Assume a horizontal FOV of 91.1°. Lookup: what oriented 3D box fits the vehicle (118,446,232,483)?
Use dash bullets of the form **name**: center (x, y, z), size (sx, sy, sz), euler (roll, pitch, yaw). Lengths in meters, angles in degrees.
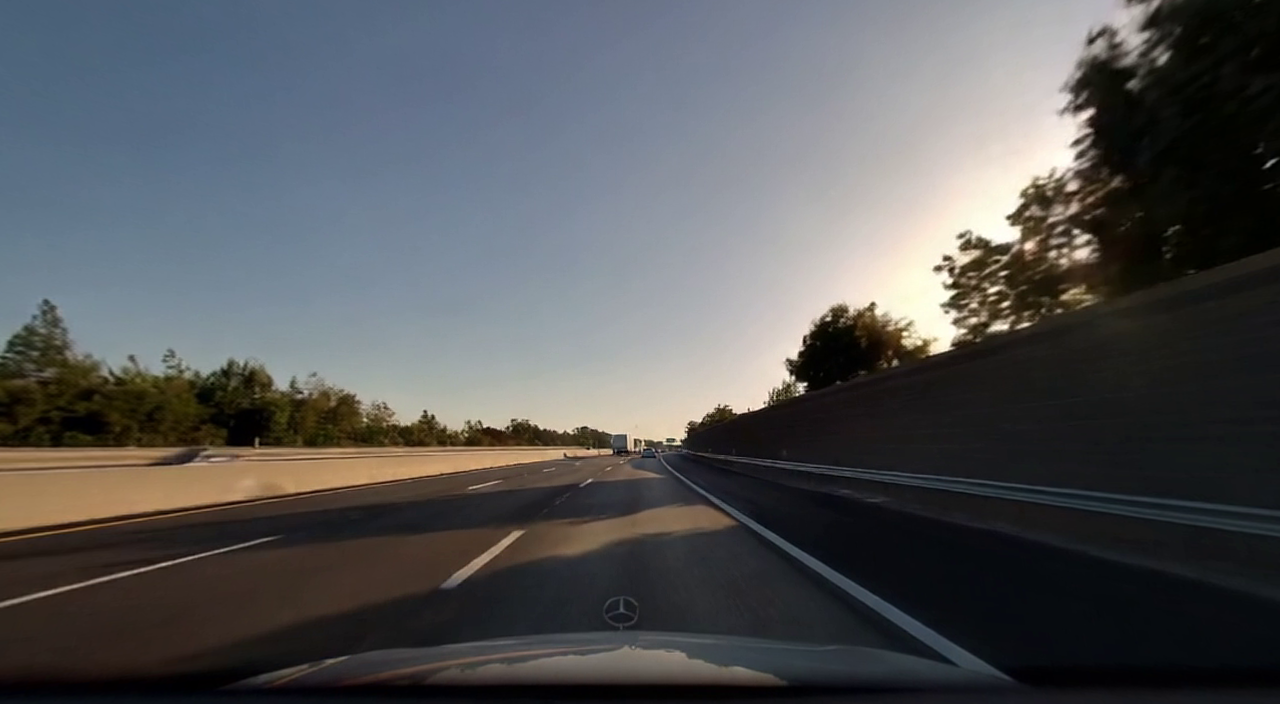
- **vehicle**: center (-19.742, 4.771, 26.916), size (1.860, 1.452, 3.925), euler (-1, -9, 0)
